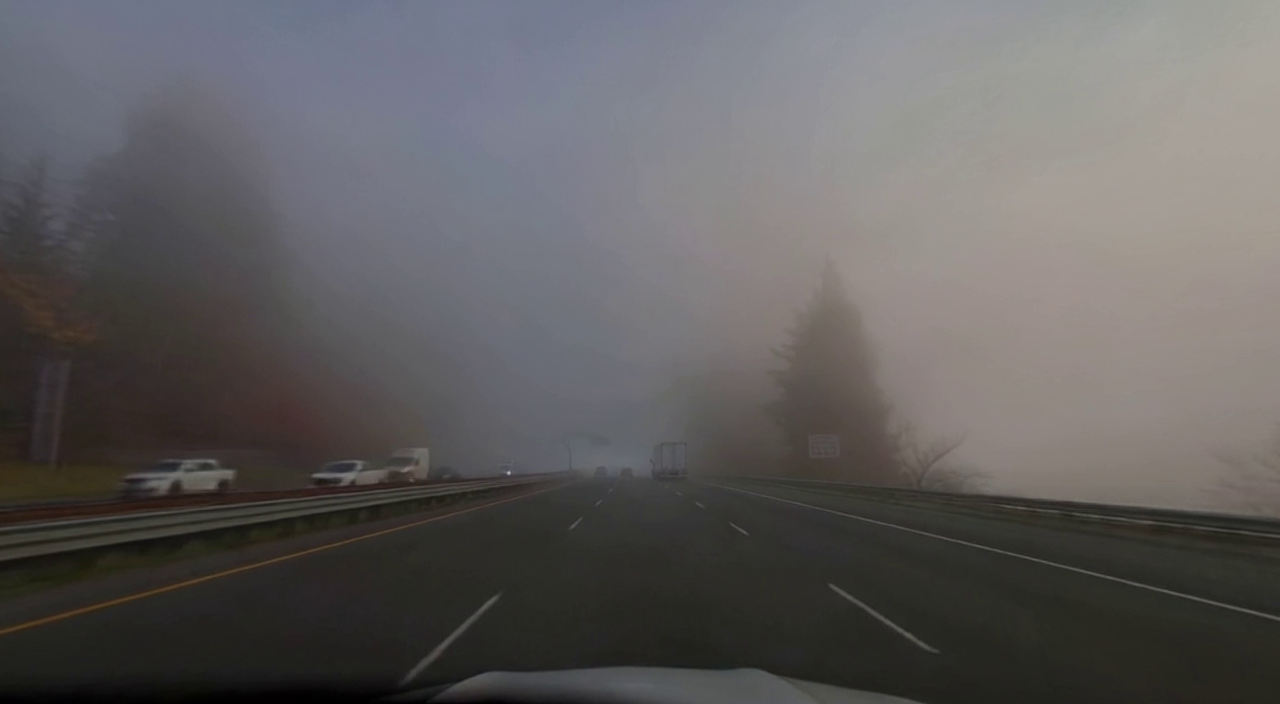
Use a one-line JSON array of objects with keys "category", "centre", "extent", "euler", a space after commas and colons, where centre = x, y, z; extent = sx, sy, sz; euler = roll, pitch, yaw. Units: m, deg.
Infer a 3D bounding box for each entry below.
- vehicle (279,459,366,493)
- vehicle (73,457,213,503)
[{"category": "vehicle", "centre": [-15.914, 6.238, 31.885], "extent": [1.960, 1.568, 4.592], "euler": [1, -10, 0]}, {"category": "vehicle", "centre": [-19.489, 5.036, 25.039], "extent": [1.944, 1.636, 4.409], "euler": [1, -10, -1]}]
